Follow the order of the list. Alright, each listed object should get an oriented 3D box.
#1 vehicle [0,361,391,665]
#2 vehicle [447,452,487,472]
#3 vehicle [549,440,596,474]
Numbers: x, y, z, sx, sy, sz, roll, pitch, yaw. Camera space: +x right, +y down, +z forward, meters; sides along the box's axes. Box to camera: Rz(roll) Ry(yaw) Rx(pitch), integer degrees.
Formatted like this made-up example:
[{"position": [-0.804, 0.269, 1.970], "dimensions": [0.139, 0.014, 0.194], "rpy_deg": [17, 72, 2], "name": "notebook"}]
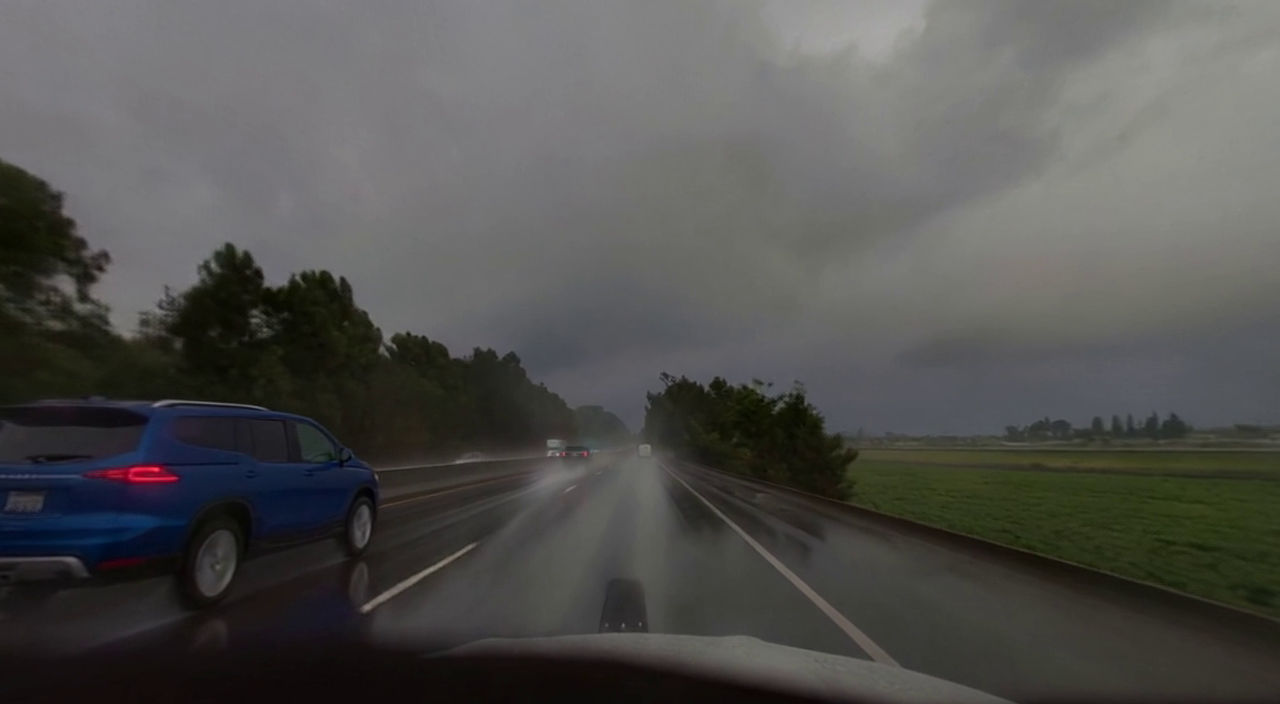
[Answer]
[{"position": [-4.597, 1.382, 6.465], "dimensions": [2.102, 1.941, 4.703], "rpy_deg": [0, -9, 1], "name": "vehicle"}, {"position": [-13.123, 8.365, 48.047], "dimensions": [1.849, 1.466, 4.337], "rpy_deg": [0, -9, -1], "name": "vehicle"}, {"position": [-3.716, 5.919, 35.642], "dimensions": [2.056, 1.811, 4.202], "rpy_deg": [-1, -9, 2], "name": "vehicle"}]
